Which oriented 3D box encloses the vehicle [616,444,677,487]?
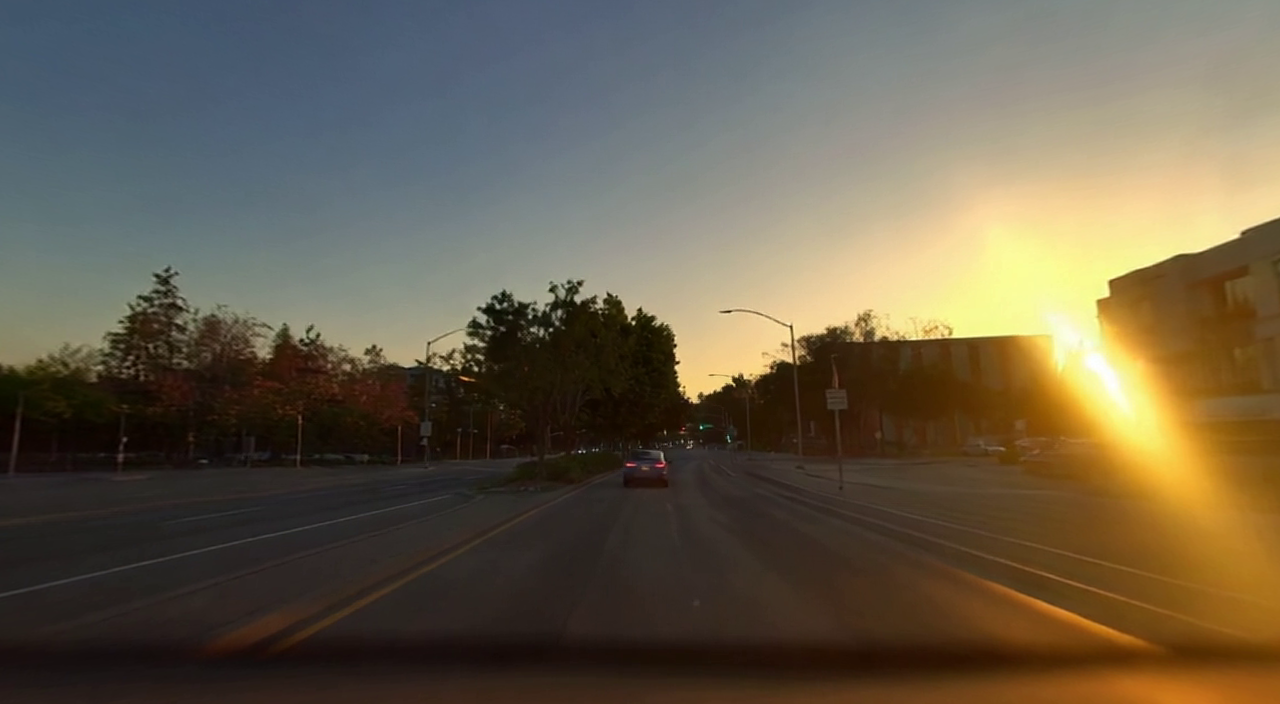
[{"bbox_3d":[0.298,4.323,24.377,2.133,1.481,4.276,0,-9,2],"label":"vehicle"}]
